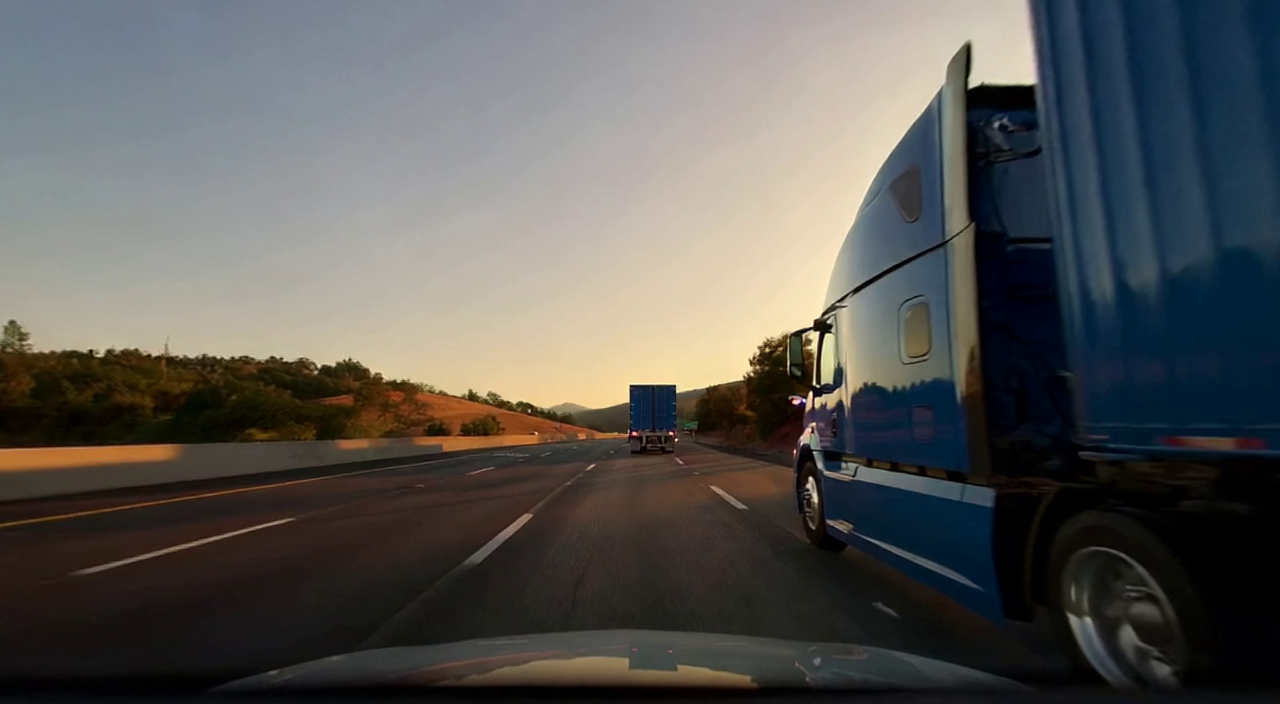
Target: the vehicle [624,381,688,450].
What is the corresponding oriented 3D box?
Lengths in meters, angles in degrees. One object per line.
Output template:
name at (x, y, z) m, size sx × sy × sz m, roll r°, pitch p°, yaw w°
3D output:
vehicle at (0.930, 4.197, 39.827) m, size 3.446 × 3.698 × 12.089 m, roll 0°, pitch -8°, yaw 1°
